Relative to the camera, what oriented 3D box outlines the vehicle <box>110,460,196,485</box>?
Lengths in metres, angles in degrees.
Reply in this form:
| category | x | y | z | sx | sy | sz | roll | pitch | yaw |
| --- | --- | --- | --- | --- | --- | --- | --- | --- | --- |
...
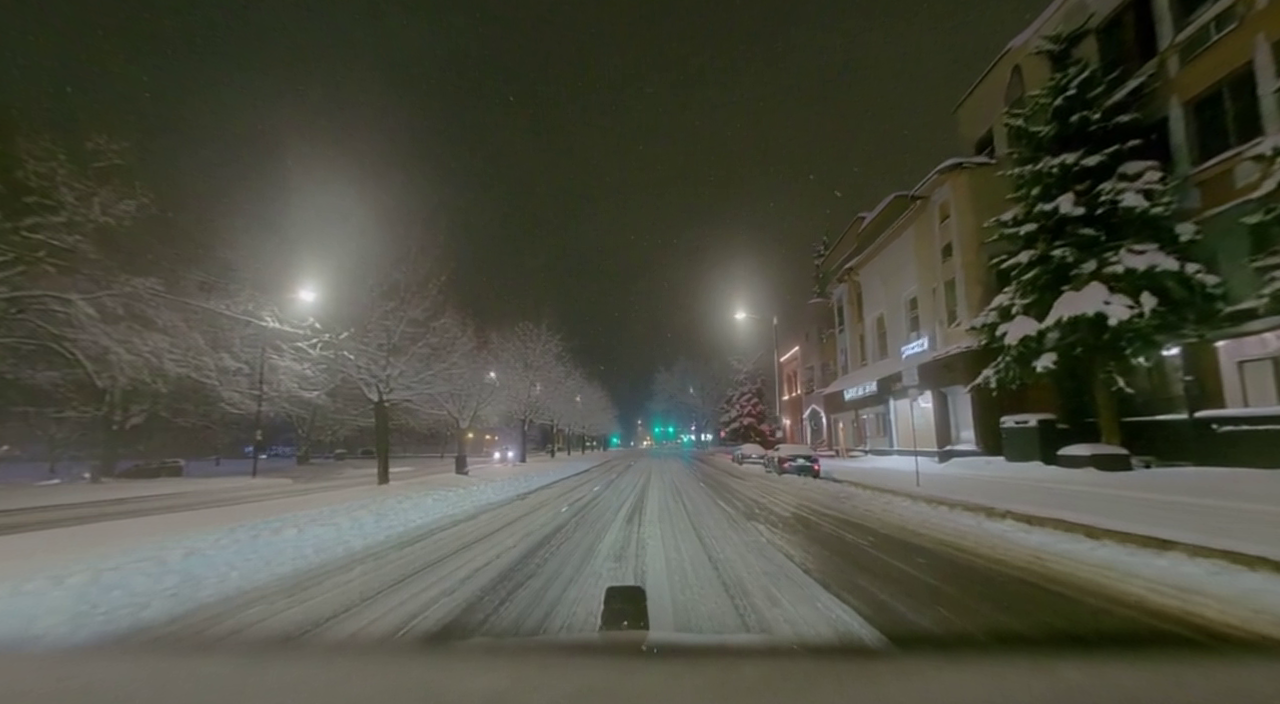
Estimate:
| category | x | y | z | sx | sy | sz | roll | pitch | yaw |
| --- | --- | --- | --- | --- | --- | --- | --- | --- | --- |
| vehicle | -34.806 | 8.625 | 45.147 | 4.405 | 1.458 | 1.990 | -2 | -9 | -4 |

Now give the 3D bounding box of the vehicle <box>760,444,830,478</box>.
| category | x | y | z | sx | sy | sz | roll | pitch | yaw |
| --- | --- | --- | --- | --- | --- | --- | --- | --- | --- |
| vehicle | 7.382 | 5.210 | 30.593 | 2.119 | 1.458 | 4.965 | 1 | -8 | 0 |

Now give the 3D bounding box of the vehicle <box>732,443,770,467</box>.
| category | x | y | z | sx | sy | sz | roll | pitch | yaw |
| --- | --- | --- | --- | --- | --- | --- | --- | --- | --- |
| vehicle | 7.666 | 7.151 | 44.043 | 1.923 | 1.498 | 4.676 | 1 | -8 | 2 |
